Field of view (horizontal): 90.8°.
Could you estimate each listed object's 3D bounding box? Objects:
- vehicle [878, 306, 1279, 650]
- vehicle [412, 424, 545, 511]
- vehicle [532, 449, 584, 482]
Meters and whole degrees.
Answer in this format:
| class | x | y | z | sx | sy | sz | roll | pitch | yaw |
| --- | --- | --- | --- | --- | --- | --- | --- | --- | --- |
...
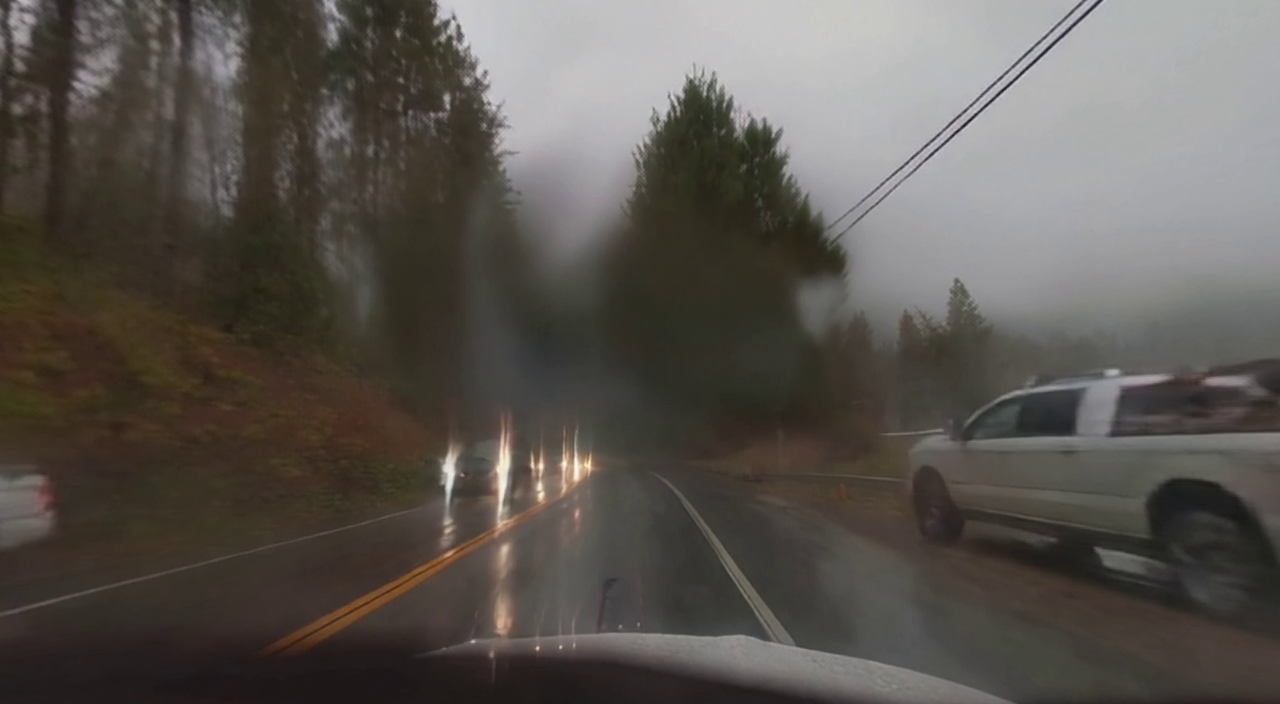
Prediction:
| class | x | y | z | sx | sy | sz | roll | pitch | yaw |
| --- | --- | --- | --- | --- | --- | --- | --- | --- | --- |
| vehicle | 5.189 | 1.143 | 6.412 | 2.845 | 2.053 | 6.457 | 0 | -8 | -2 |
| vehicle | -4.079 | 3.021 | 17.035 | 2.221 | 1.969 | 5.153 | 0 | -8 | 0 |
| vehicle | -3.843 | 5.375 | 30.257 | 2.032 | 1.444 | 4.164 | 0 | -8 | -2 |
